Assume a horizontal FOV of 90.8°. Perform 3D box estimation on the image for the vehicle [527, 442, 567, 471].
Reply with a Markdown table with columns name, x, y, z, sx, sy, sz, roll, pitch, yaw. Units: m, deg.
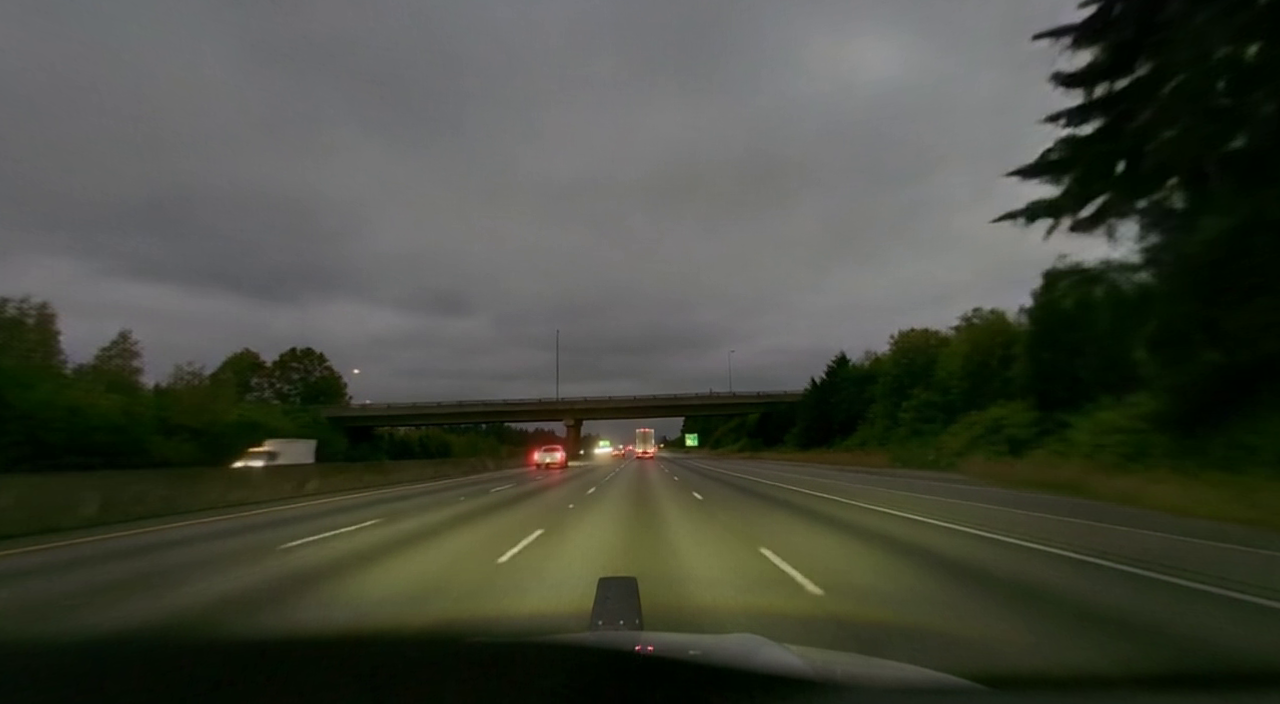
| name | x | y | z | sx | sy | sz | roll | pitch | yaw |
| --- | --- | --- | --- | --- | --- | --- | --- | --- | --- |
| vehicle | -6.756 | 7.674 | 46.438 | 2.195 | 1.940 | 5.154 | 0 | -9 | 0 |

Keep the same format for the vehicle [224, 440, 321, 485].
| name | x | y | z | sx | sy | sz | roll | pitch | yaw |
| --- | --- | --- | --- | --- | --- | --- | --- | --- | --- |
| vehicle | -22.566 | 6.788 | 39.113 | 2.360 | 2.500 | 5.895 | 0 | -9 | 0 |
